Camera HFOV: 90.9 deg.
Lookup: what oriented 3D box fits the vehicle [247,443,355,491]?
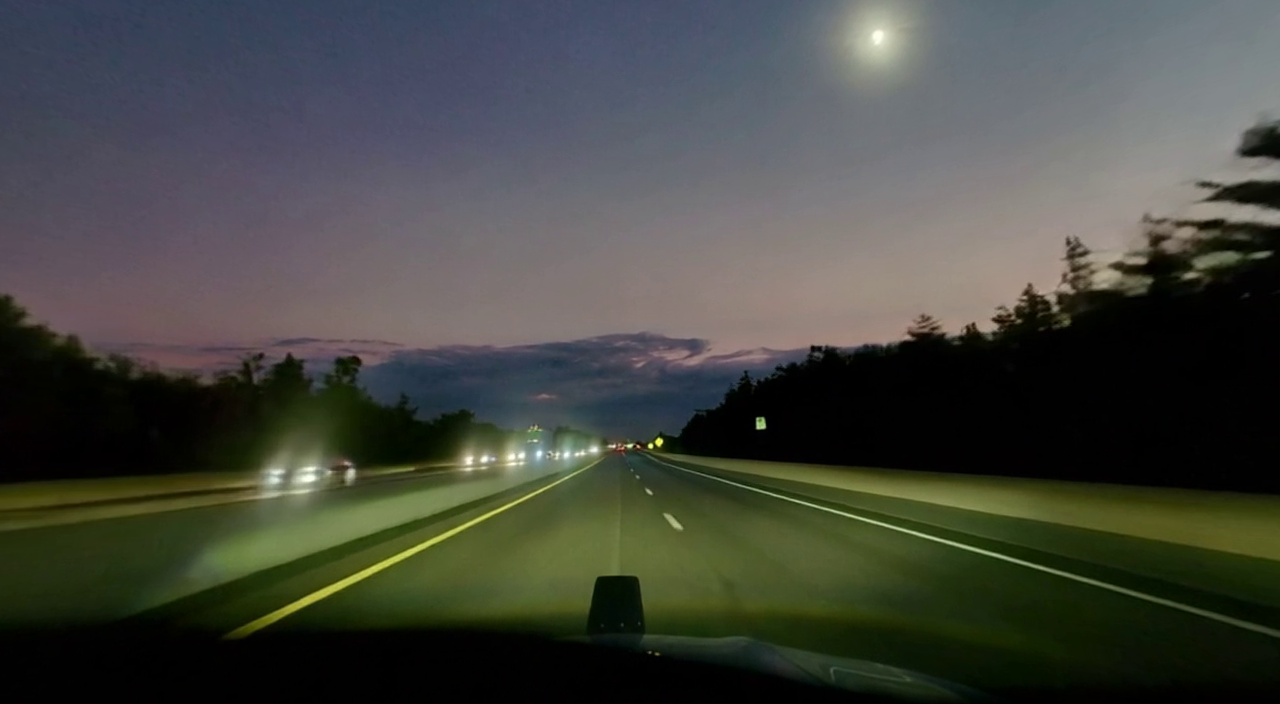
[{"bbox_3d":[-14.859,5.047,28.032,2.081,1.911,5.017,0,-9,-1],"label":"vehicle"}]
